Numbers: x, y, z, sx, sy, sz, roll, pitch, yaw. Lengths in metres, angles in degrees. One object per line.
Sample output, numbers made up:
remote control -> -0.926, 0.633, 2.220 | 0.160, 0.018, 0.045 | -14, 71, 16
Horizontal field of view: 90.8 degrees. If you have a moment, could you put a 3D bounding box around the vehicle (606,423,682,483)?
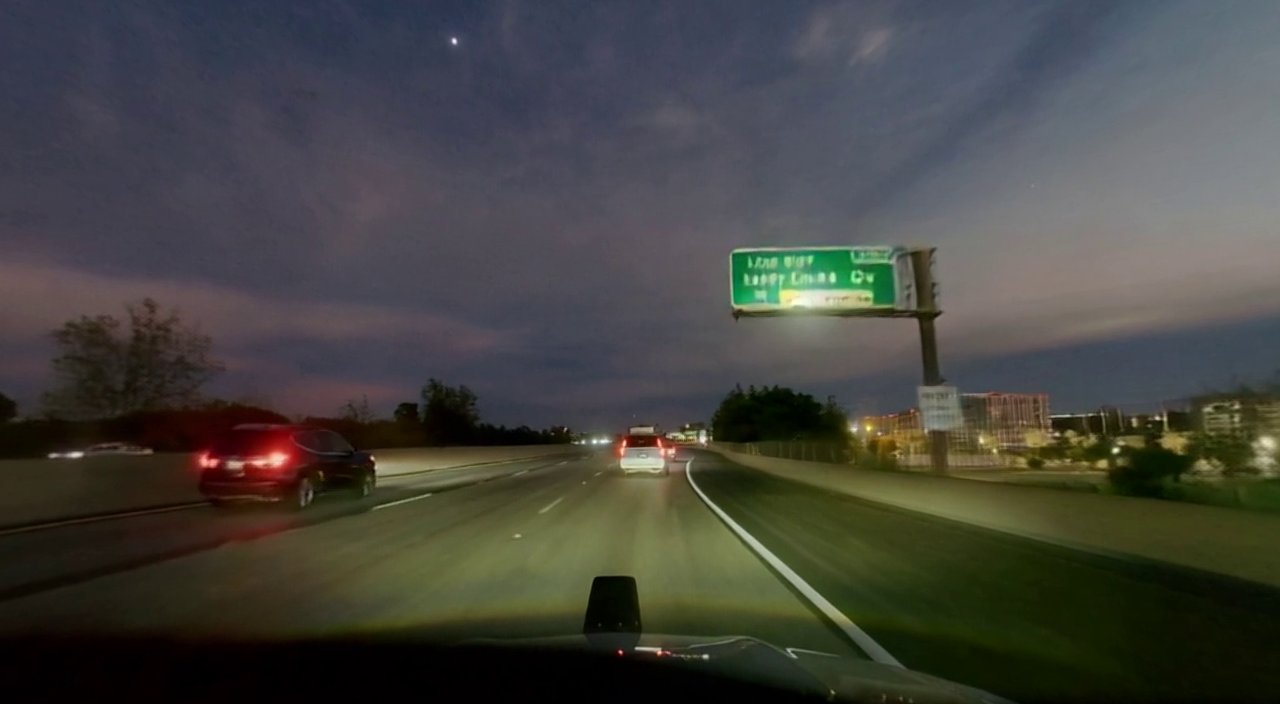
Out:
vehicle -> 0.263, 3.755, 23.607 | 2.497, 1.957, 5.432 | 0, -9, 3

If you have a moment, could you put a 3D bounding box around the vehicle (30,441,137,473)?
vehicle -> -35.915, 6.780, 41.008 | 2.163, 1.933, 5.256 | 0, -9, -1

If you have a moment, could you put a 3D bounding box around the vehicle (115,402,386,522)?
vehicle -> -7.452, 2.192, 13.017 | 2.289, 1.955, 5.147 | 0, -9, 0
